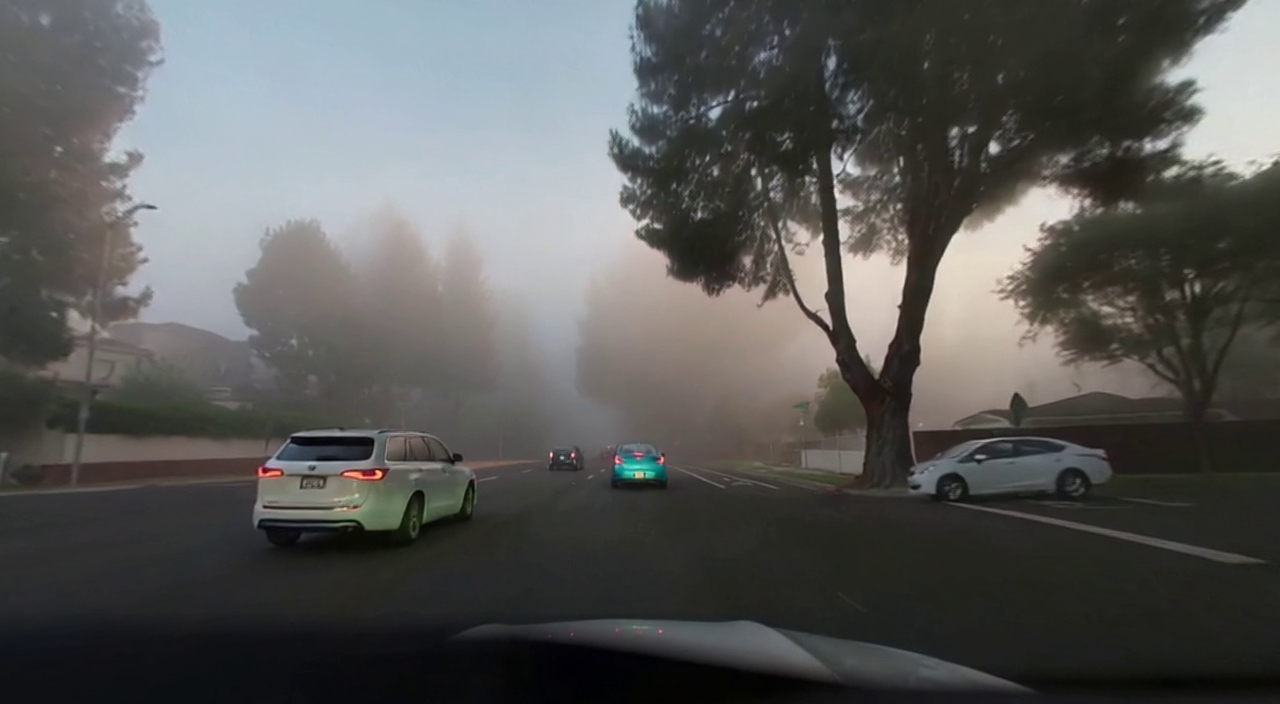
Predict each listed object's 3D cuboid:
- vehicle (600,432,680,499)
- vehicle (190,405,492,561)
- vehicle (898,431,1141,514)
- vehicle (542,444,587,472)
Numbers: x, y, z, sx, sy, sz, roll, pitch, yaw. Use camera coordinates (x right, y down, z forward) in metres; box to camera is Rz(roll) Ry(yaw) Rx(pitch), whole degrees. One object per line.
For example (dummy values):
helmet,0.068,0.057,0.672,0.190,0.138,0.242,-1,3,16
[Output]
vehicle,-0.018,3.408,19.374,2.131,1.761,4.242,1,-9,0
vehicle,-3.985,1.849,9.616,2.243,1.722,4.621,1,-9,1
vehicle,8.877,2.837,15.133,4.497,1.743,1.983,1,-9,1
vehicle,-4.346,6.170,37.075,2.014,1.493,4.658,1,-9,0
